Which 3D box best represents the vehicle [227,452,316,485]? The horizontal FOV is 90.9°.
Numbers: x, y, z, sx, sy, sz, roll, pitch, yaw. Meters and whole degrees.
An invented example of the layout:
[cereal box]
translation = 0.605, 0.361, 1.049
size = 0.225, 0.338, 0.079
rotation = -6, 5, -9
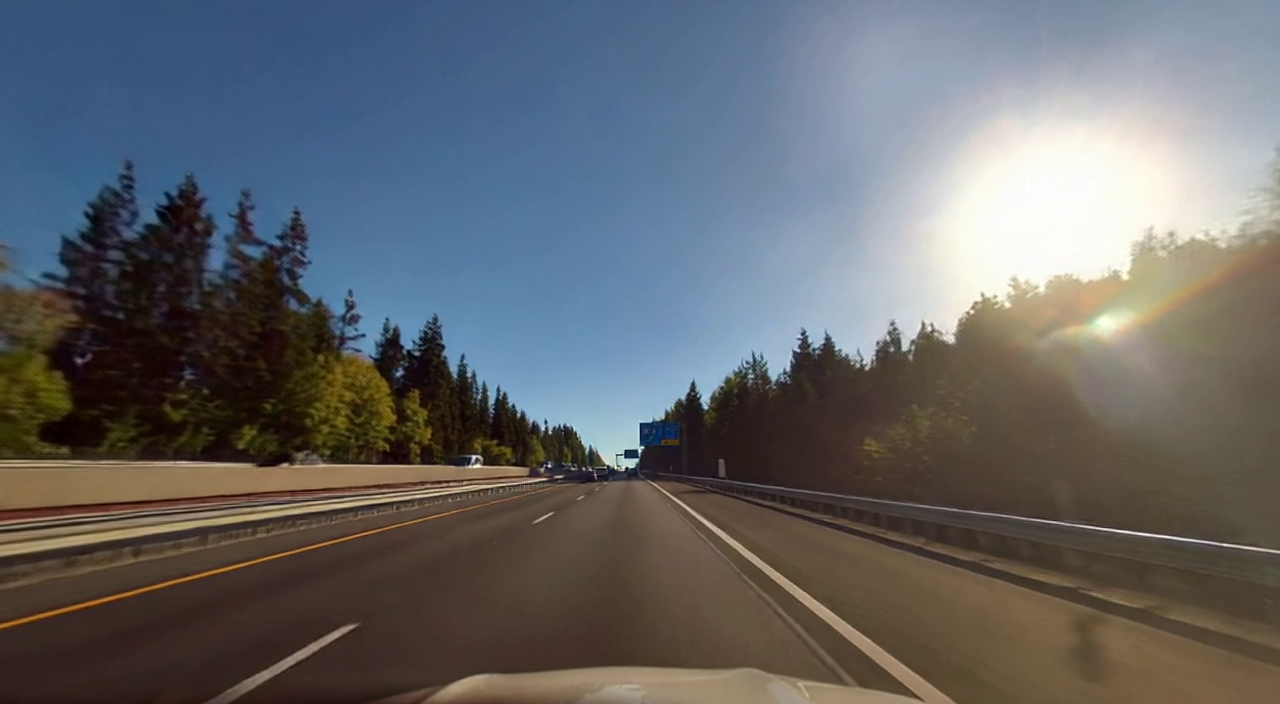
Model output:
[vehicle]
translation = -17.342, 5.529, 29.893
size = 1.941, 1.438, 3.725
rotation = 1, -10, -1
